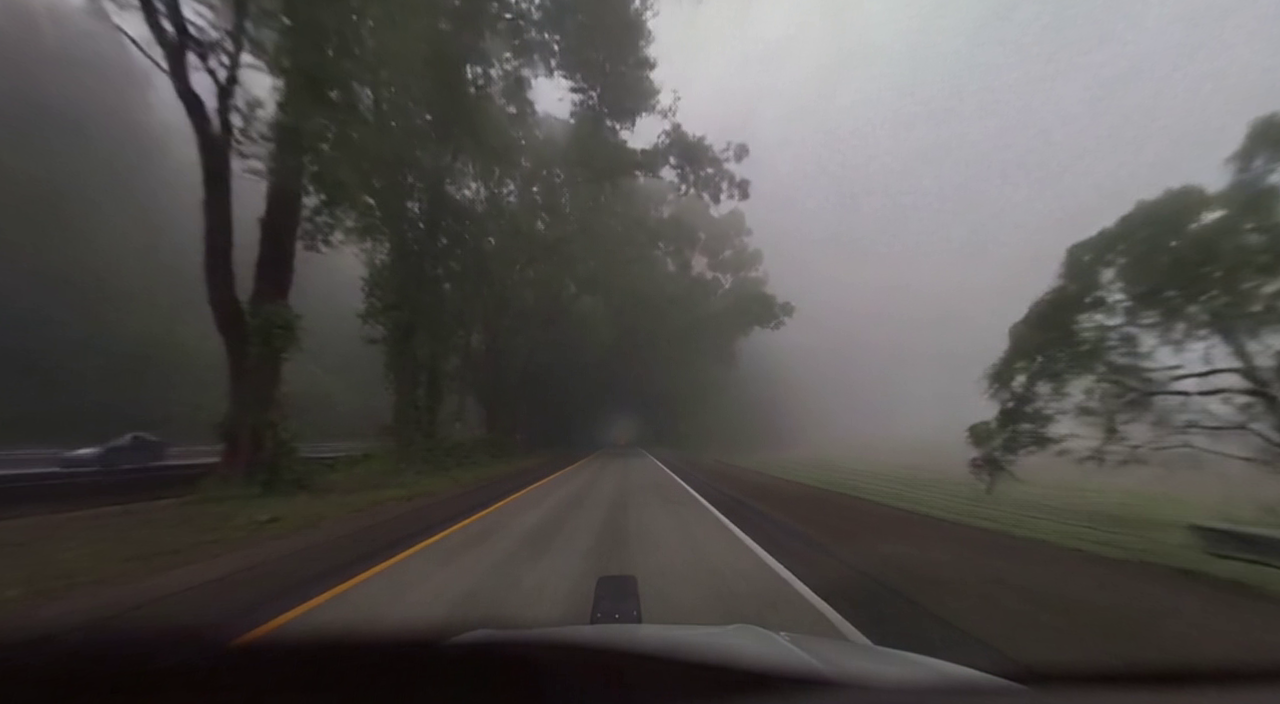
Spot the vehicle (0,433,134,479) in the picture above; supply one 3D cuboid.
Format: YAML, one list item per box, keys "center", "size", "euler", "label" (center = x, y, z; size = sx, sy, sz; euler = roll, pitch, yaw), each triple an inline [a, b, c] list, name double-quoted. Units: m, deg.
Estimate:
- center: [-20.853, 3.657, 22.590]
  size: [1.860, 1.477, 4.364]
  euler: [0, -8, -1]
  label: "vehicle"
